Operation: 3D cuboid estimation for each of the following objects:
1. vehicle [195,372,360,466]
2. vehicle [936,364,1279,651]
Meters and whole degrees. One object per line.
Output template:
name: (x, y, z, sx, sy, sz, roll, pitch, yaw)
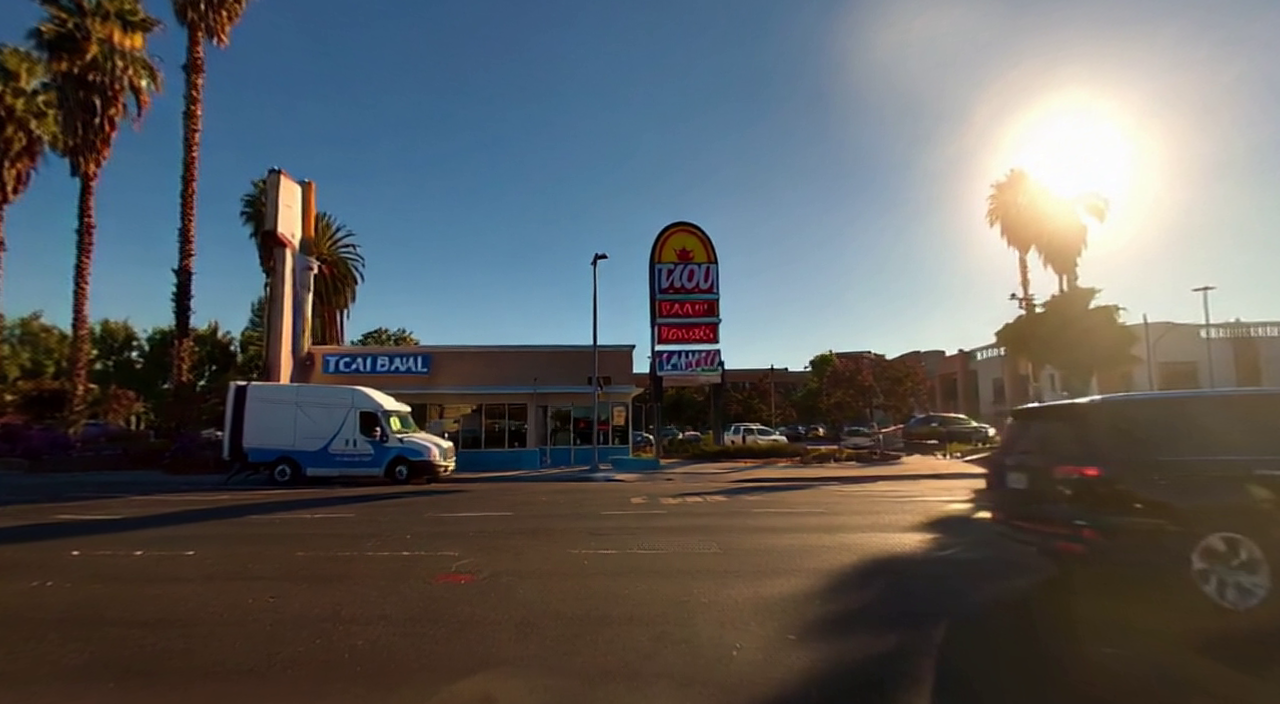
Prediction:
vehicle: (-16.951, 3.376, 30.448, 3.034, 3.929, 7.699, 0, -9, 2)
vehicle: (5.133, 1.085, 4.960, 4.493, 1.728, 2.137, 0, -9, 0)
